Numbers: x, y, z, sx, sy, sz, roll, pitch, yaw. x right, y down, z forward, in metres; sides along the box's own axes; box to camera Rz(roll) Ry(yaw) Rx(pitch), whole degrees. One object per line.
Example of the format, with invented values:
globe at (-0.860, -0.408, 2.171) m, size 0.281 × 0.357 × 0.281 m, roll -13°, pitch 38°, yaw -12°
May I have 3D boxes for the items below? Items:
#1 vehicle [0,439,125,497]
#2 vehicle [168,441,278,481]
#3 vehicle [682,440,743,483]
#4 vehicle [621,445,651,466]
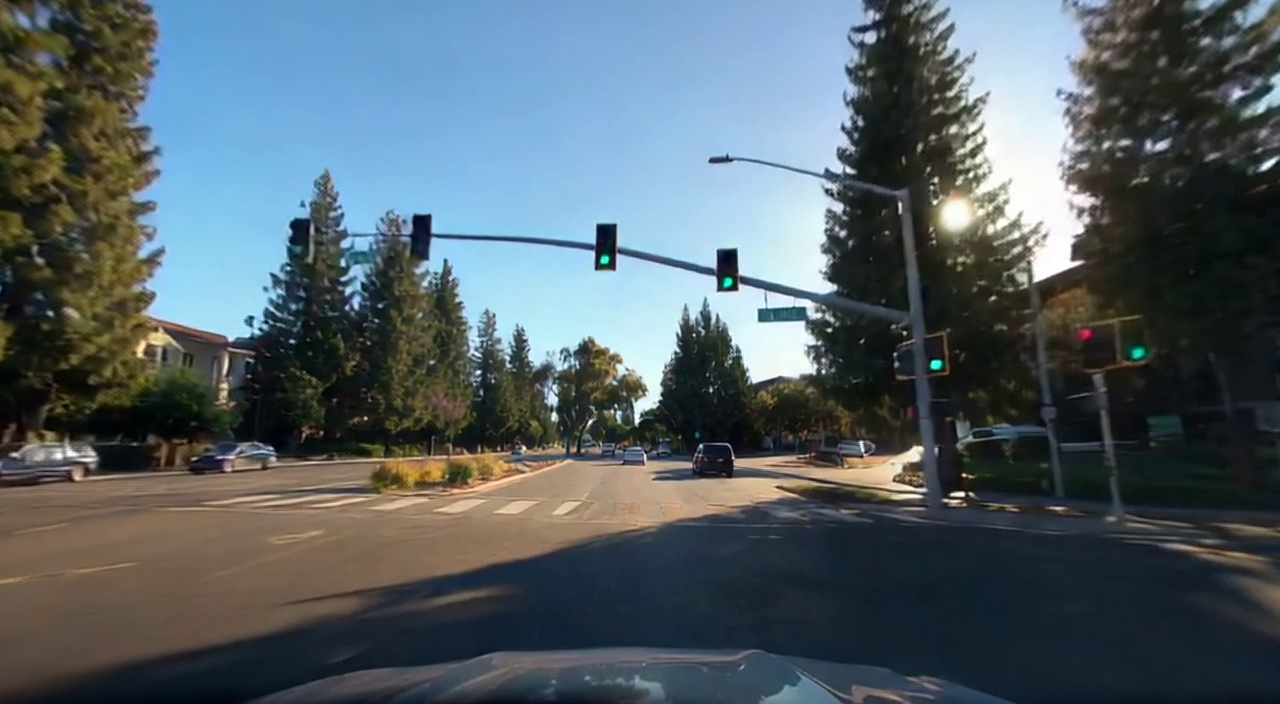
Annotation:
vehicle at (-22.901, 4.277, 23.473) m, size 2.598 × 1.924 × 5.802 m, roll -1°, pitch -9°, yaw 0°
vehicle at (-19.273, 5.028, 29.471) m, size 2.048 × 1.686 × 4.427 m, roll 0°, pitch -9°, yaw 0°
vehicle at (3.177, 4.903, 28.615) m, size 2.181 × 1.781 × 4.257 m, roll 1°, pitch -8°, yaw -1°
vehicle at (-0.308, 7.459, 45.742) m, size 2.039 × 1.455 × 3.826 m, roll 1°, pitch -8°, yaw -1°
